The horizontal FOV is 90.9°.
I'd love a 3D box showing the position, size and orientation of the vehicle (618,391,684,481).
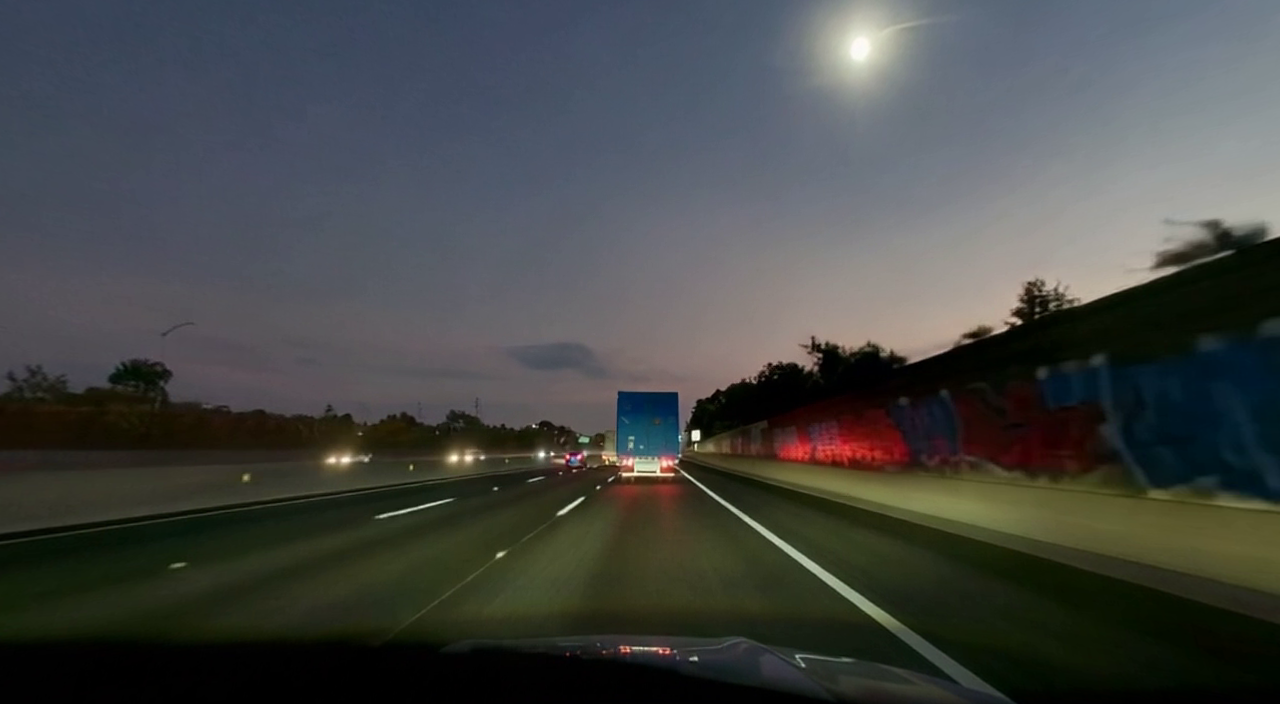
[{"bbox_3d":[0.571,4.625,33.994,2.997,4.069,10.871,0,-9,1],"label":"vehicle"}]
